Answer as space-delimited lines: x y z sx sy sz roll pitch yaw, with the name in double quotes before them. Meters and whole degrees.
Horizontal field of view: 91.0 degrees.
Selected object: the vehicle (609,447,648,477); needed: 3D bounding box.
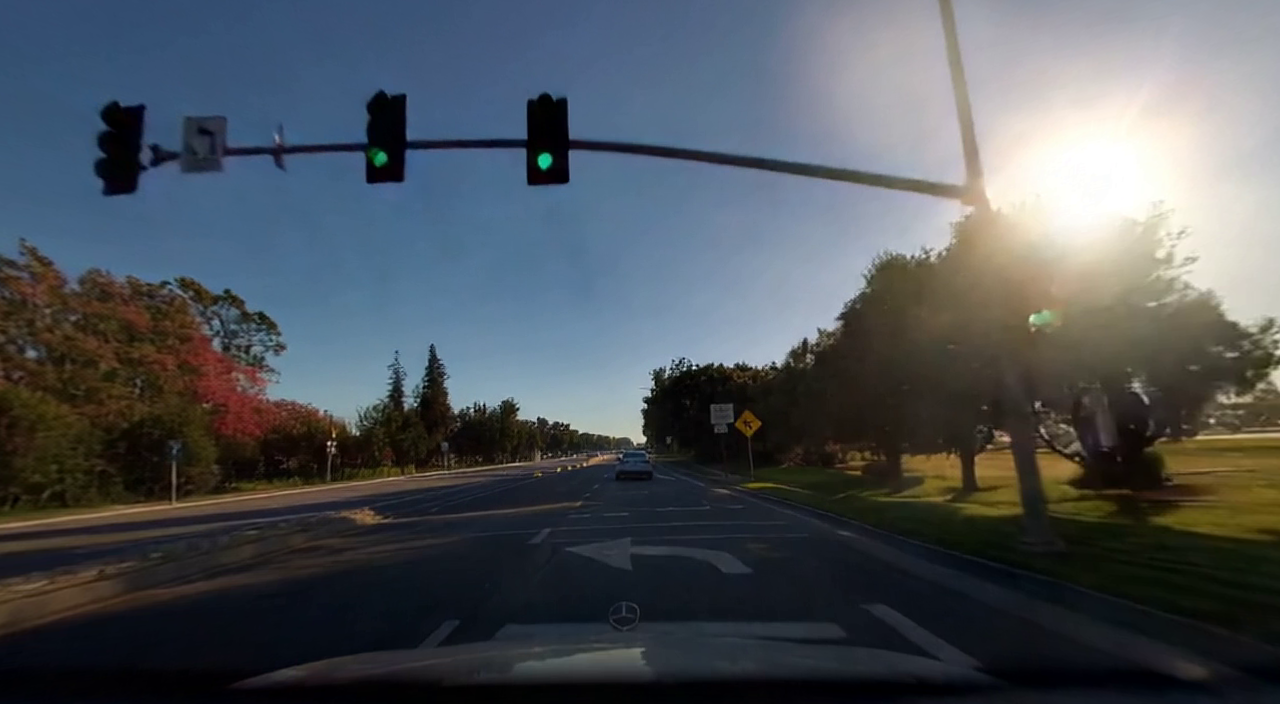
"vehicle" -0.630 5.833 33.543 1.954 1.469 3.465 0 -9 -2
